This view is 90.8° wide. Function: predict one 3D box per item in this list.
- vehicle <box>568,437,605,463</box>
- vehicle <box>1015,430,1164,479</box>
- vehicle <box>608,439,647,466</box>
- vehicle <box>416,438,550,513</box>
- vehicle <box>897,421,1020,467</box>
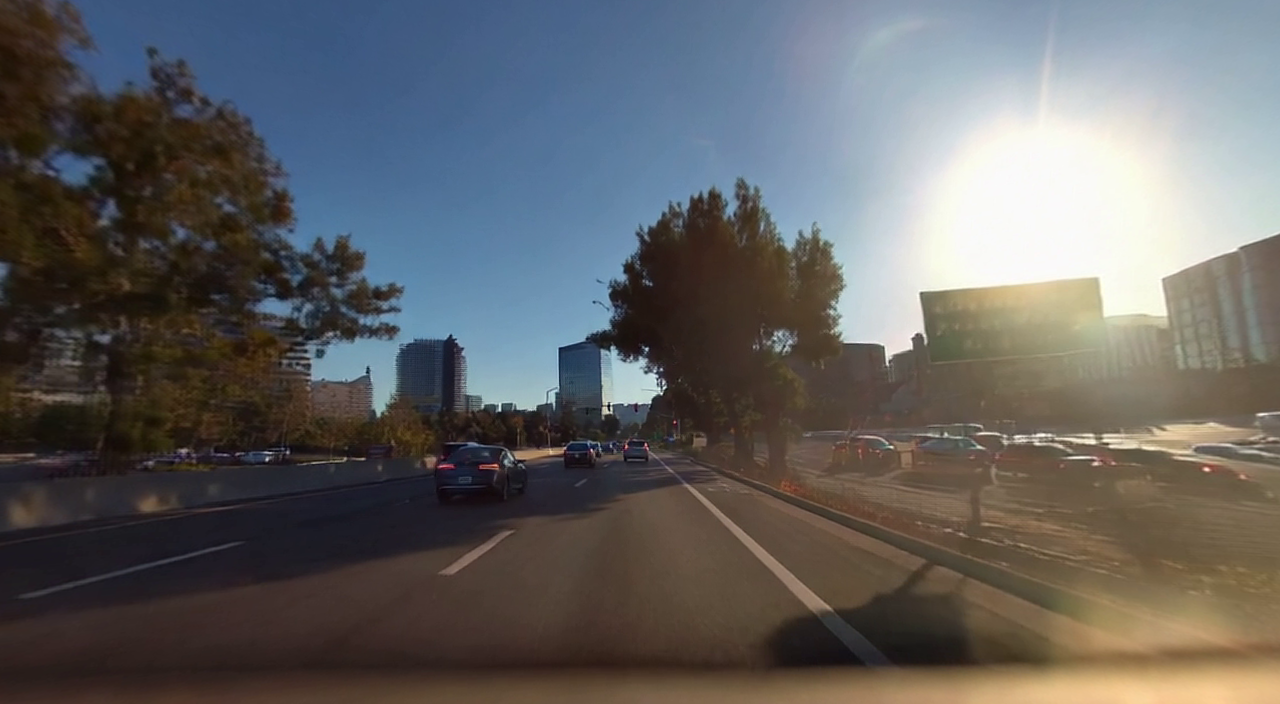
[{"bbox_3d":[-3.763,7.050,45.387,2.144,1.732,4.279,-1,-9,2],"label":"vehicle"},{"bbox_3d":[14.894,3.366,20.909,4.505,1.472,2.020,4,-10,-27],"label":"vehicle"},{"bbox_3d":[-0.720,6.085,38.407,2.231,1.481,4.489,0,-9,0],"label":"vehicle"},{"bbox_3d":[-3.464,2.808,14.929,1.920,1.480,4.549,0,-9,1],"label":"vehicle"},{"bbox_3d":[14.946,4.319,29.635,5.394,1.994,2.228,4,-10,-26],"label":"vehicle"}]
